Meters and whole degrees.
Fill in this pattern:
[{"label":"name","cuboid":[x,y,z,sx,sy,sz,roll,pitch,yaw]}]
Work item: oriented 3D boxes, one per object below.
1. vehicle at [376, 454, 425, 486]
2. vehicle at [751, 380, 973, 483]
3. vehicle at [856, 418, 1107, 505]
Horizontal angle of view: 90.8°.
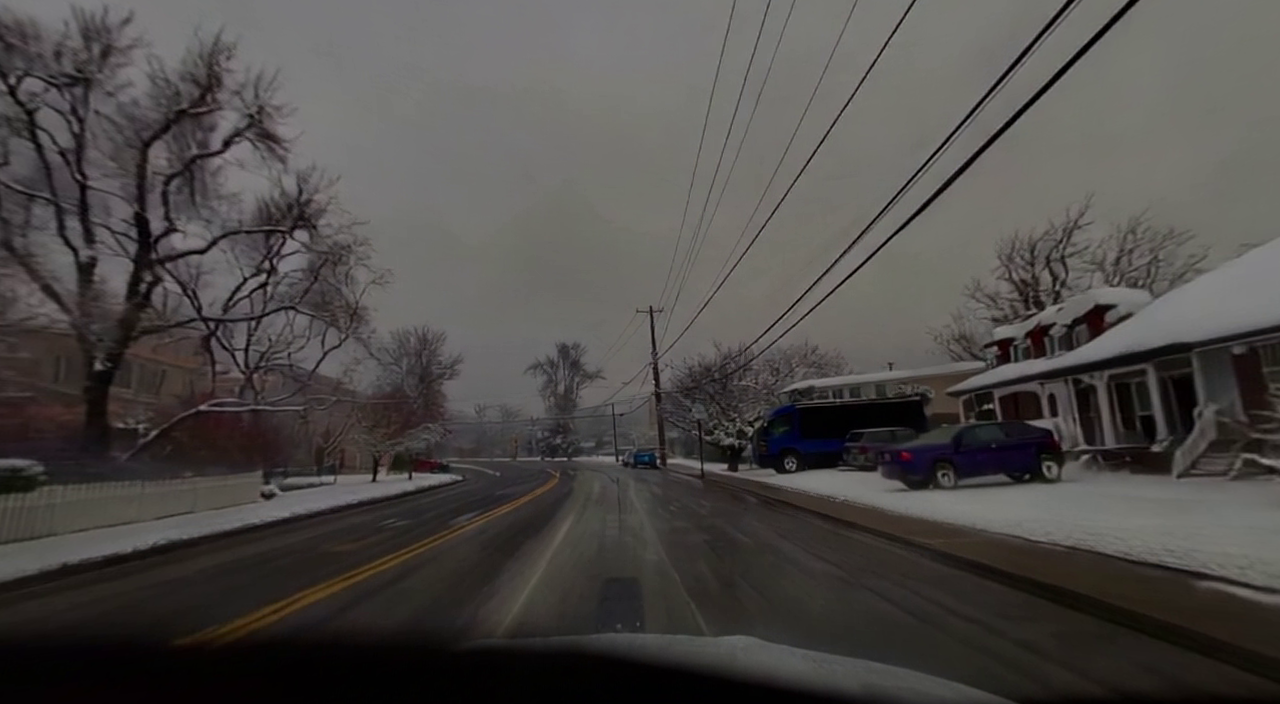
[{"label":"vehicle","cuboid":[-13.168,6.416,34.728,2.390,1.431,4.253,1,-8,-21]},{"label":"vehicle","cuboid":[8.082,2.943,23.524,7.115,3.010,2.378,-4,-8,-6]},{"label":"vehicle","cuboid":[7.471,2.425,14.191,4.412,1.565,1.957,-3,-9,-1]}]
